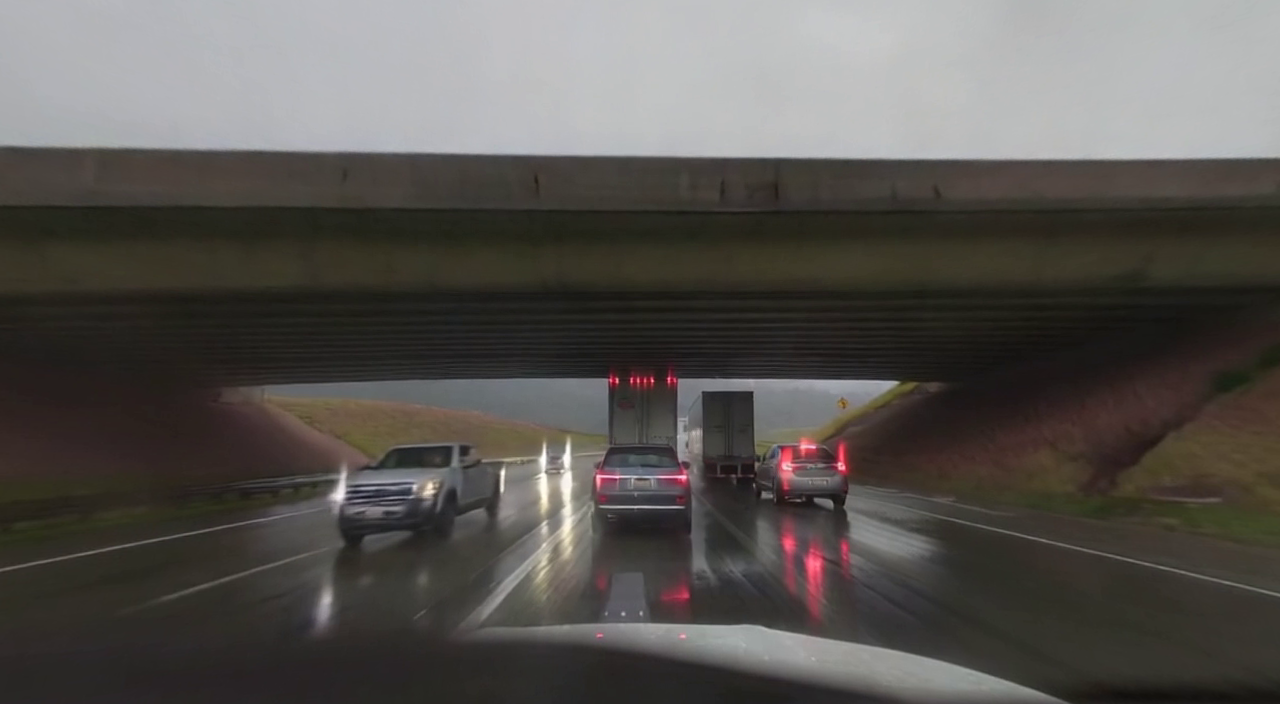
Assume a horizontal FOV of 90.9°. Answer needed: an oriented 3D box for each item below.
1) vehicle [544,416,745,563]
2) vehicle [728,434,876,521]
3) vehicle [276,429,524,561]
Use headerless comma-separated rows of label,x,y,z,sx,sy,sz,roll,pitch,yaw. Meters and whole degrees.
vehicle,0.065,1.877,9.213,2.256,1.615,4.114,-1,-9,1
vehicle,3.161,2.554,13.233,1.972,1.505,3.946,0,-9,-1
vehicle,-3.323,2.083,9.868,2.122,1.569,4.294,-1,-9,1
